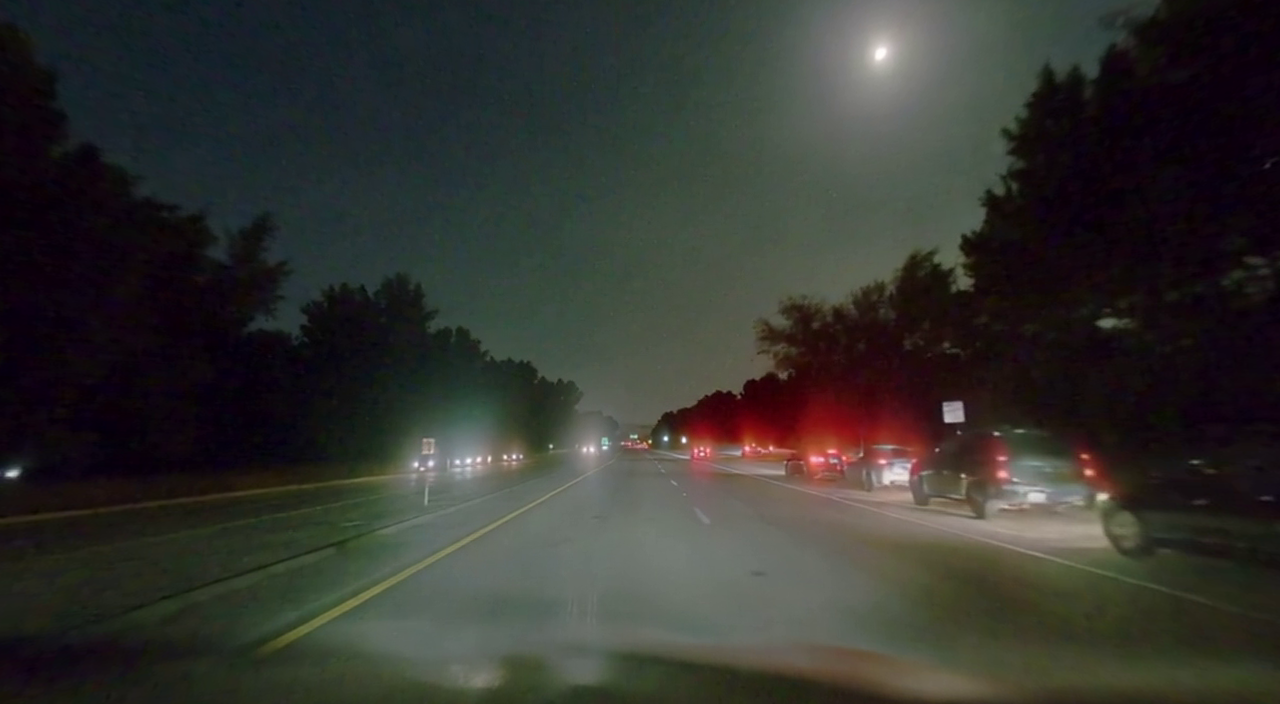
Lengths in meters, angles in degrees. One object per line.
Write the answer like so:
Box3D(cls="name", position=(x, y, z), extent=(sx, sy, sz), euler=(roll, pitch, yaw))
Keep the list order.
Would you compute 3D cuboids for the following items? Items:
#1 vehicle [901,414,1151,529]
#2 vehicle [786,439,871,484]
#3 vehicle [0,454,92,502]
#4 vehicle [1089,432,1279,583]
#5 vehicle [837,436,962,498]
Box3D(cls="vehicle", position=(7.371, 2.319, 12.838), extent=(1.998, 1.873, 4.659), euler=(0, -8, -1))
Box3D(cls="vehicle", position=(7.197, 4.223, 24.638), extent=(1.838, 1.554, 4.607), euler=(0, -8, -1))
Box3D(cls="vehicle", position=(-27.688, 5.568, 28.245), extent=(2.180, 1.915, 5.140), euler=(1, -9, -7))
Box3D(cls="vehicle", position=(7.340, 1.565, 6.448), extent=(1.975, 1.479, 4.632), euler=(0, -8, -2))
Box3D(cls="vehicle", position=(7.426, 3.317, 18.608), extent=(1.773, 1.575, 4.168), euler=(0, -8, -2))
